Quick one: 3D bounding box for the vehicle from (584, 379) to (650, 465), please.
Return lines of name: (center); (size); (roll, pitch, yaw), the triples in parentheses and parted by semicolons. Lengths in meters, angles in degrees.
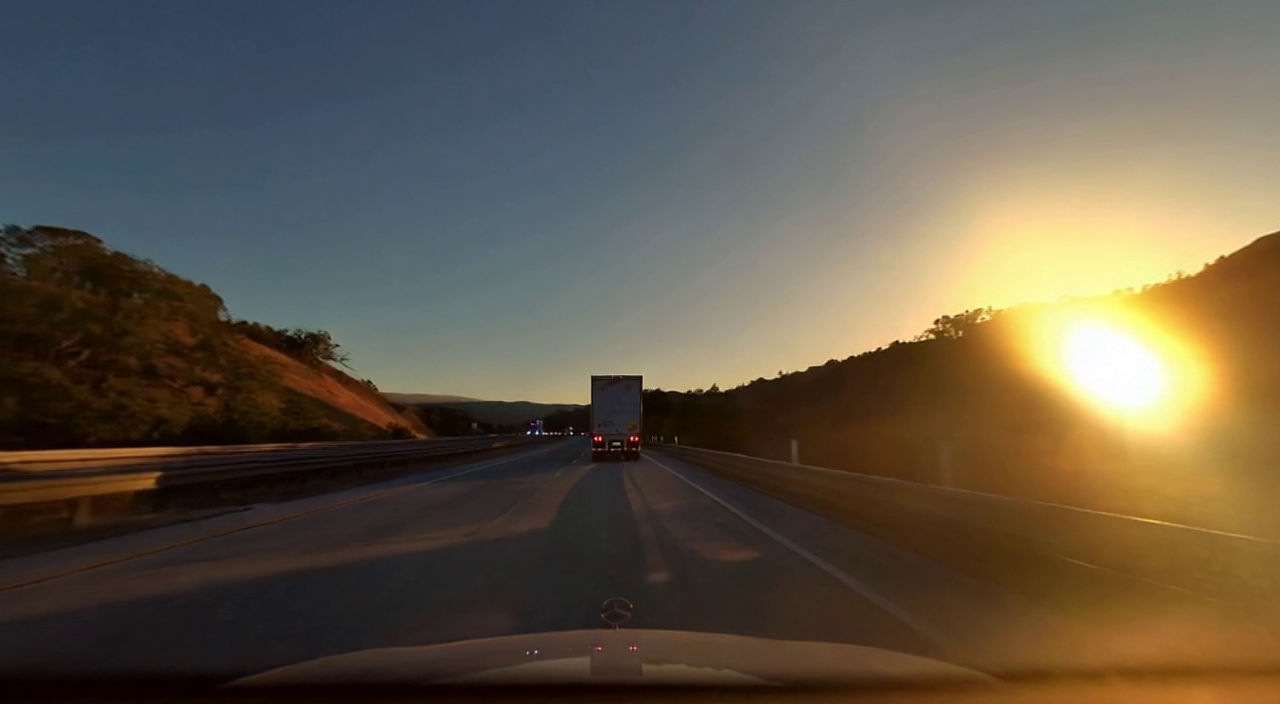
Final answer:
vehicle: (-1.311, 3.906, 34.165); (3.023, 3.965, 10.402); (0, -8, -3)
